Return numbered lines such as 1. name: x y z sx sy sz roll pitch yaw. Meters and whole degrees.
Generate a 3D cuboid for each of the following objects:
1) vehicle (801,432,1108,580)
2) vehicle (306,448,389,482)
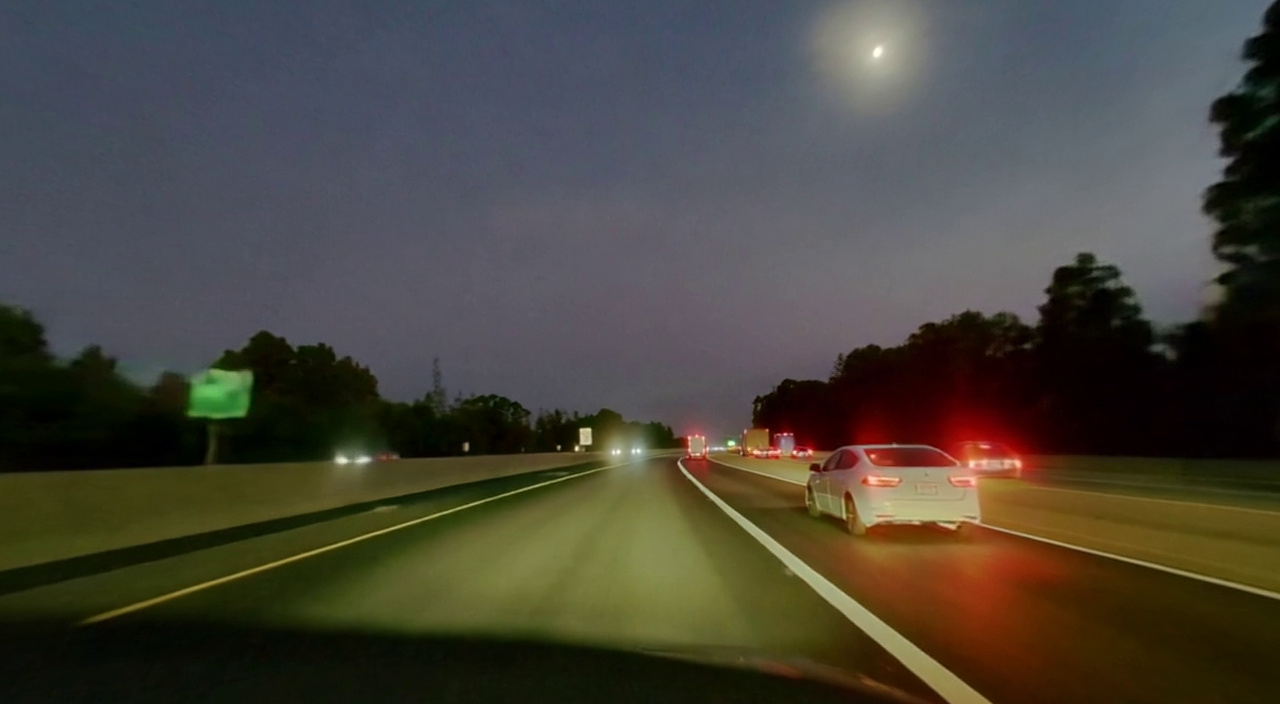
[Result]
1. vehicle: 3.707 1.876 8.488 1.938 1.456 4.204 0 -9 0
2. vehicle: -15.557 6.029 33.892 2.005 1.651 4.817 -1 -9 2
